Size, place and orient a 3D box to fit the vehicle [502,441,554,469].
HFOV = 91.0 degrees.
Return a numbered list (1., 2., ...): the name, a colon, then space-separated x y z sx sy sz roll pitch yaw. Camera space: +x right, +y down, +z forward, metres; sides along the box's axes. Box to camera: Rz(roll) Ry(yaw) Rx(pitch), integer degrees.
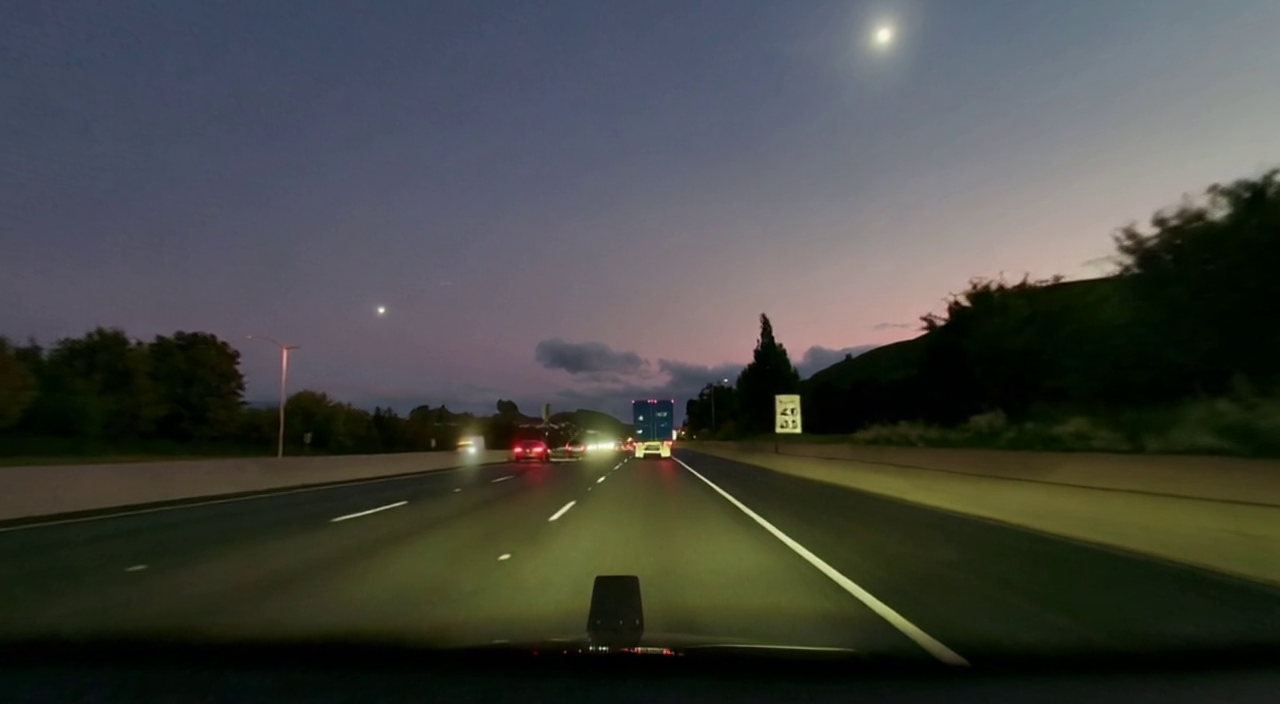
1. vehicle: -6.343 5.889 36.268 2.017 1.517 4.766 0 -8 1
